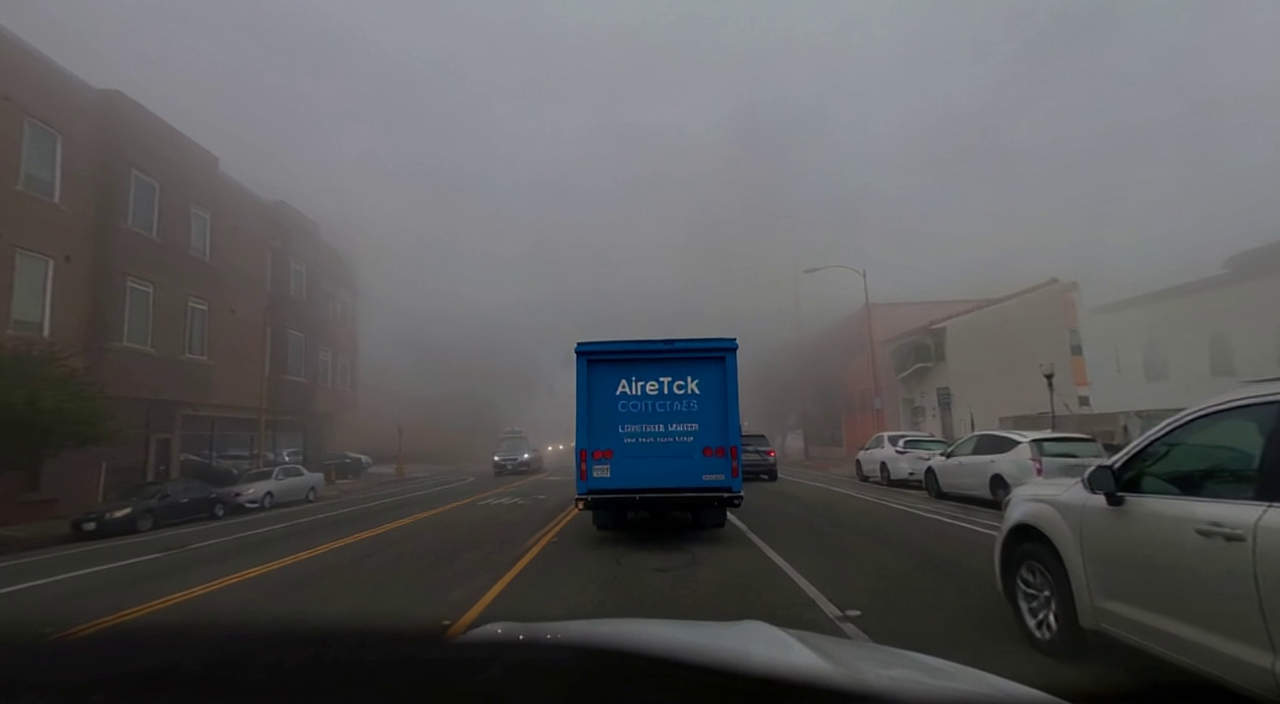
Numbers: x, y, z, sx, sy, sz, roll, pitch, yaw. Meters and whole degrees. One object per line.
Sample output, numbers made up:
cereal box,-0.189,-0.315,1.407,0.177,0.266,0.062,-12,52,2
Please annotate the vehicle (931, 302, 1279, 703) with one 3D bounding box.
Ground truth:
vehicle,3.393,0.789,2.754,2.104,1.786,4.498,0,-8,1

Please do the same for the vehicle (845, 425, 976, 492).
vehicle,7.587,3.029,18.164,1.946,1.680,4.270,0,-8,1

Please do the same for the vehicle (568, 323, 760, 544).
vehicle,0.216,1.500,11.446,2.517,2.926,6.177,0,-8,-2

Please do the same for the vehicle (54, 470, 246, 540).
vehicle,-13.479,4.188,17.711,1.901,1.508,4.405,0,-8,-1

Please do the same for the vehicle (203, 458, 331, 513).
vehicle,-13.365,4.759,22.881,1.943,1.682,4.365,0,-8,0

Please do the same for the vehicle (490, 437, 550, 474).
vehicle,-5.958,5.211,31.687,2.046,1.711,4.320,0,-8,1
